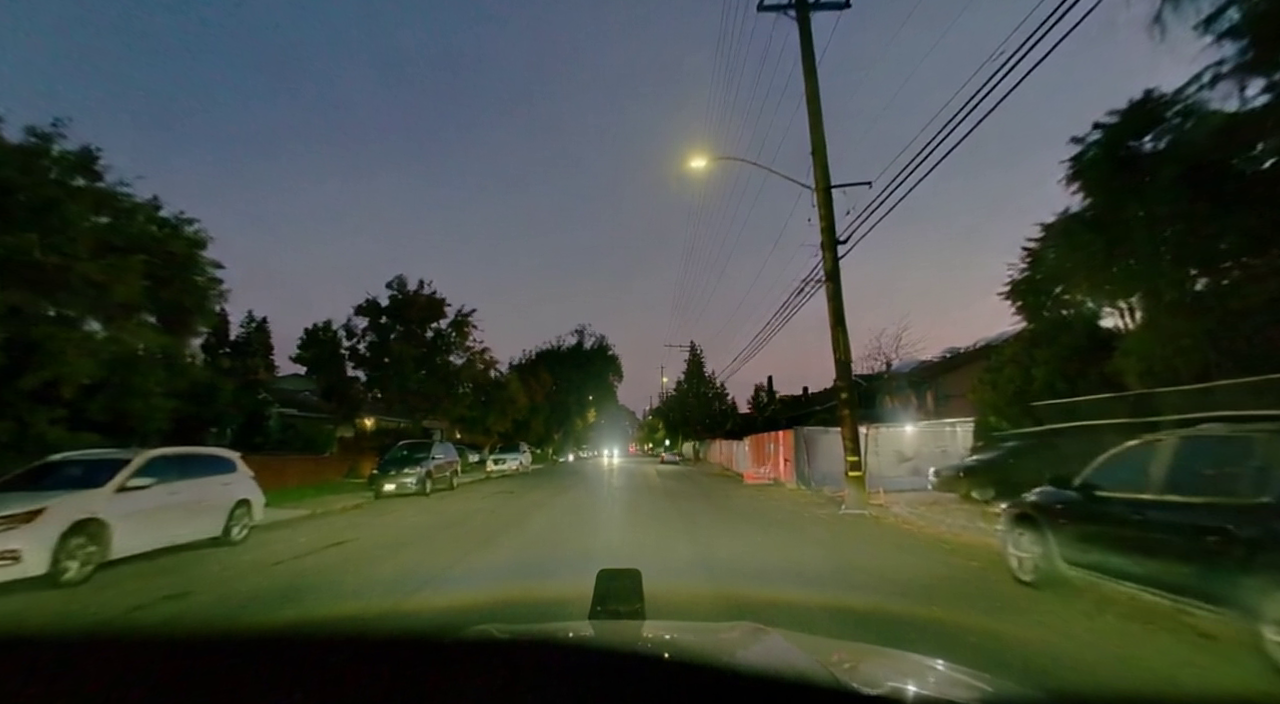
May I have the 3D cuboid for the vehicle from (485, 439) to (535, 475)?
[{"bbox_3d":[-6.843,5.603,33.642,1.932,1.743,4.079,-2,-9,-2],"label":"vehicle"}]

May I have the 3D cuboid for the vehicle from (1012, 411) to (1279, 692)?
[{"bbox_3d":[4.520,1.126,3.640,2.052,1.514,4.577,0,-9,1],"label":"vehicle"}]

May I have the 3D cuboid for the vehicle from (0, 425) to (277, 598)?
[{"bbox_3d":[-6.843,1.792,7.870,1.934,1.552,4.636,2,-10,-2],"label":"vehicle"}]

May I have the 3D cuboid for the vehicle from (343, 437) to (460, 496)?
[{"bbox_3d":[-7.714,3.733,21.001,2.019,1.723,4.650,0,-9,1],"label":"vehicle"}]
